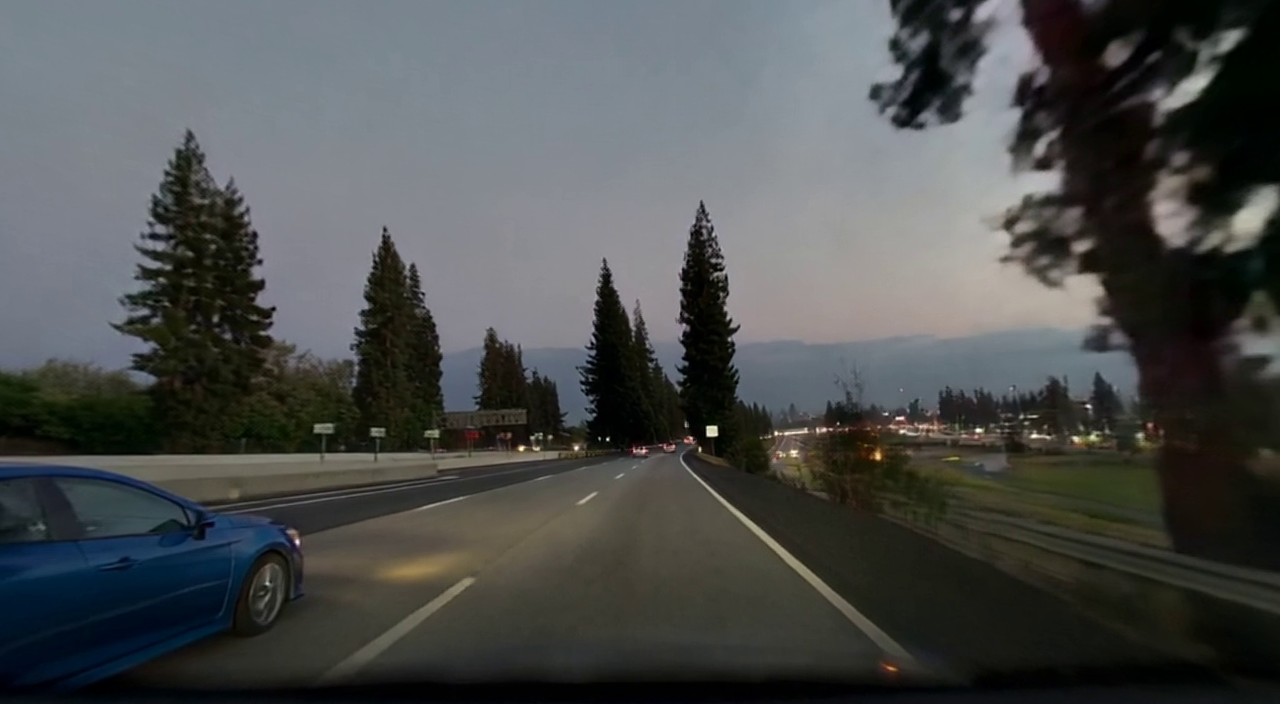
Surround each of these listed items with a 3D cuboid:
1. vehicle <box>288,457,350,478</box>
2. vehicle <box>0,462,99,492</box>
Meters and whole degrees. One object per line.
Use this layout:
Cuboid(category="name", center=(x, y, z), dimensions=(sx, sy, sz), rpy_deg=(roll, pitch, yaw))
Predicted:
Cuboid(category="vehicle", center=(-24.993, 8.968, 49.297), dimensions=(1.964, 1.444, 4.565), rpy_deg=(-2, -8, 8))
Cuboid(category="vehicle", center=(-34.691, 7.249, 36.831), dimensions=(1.852, 1.443, 4.431), rpy_deg=(-2, -8, 8))
